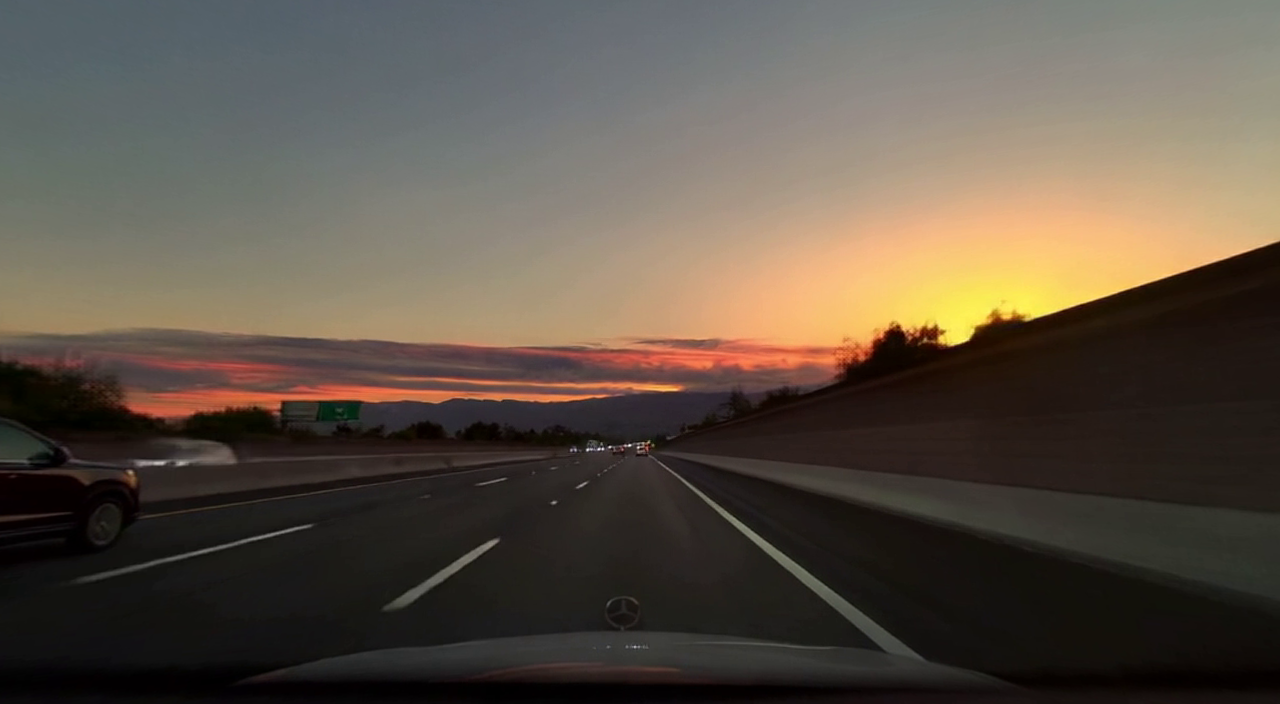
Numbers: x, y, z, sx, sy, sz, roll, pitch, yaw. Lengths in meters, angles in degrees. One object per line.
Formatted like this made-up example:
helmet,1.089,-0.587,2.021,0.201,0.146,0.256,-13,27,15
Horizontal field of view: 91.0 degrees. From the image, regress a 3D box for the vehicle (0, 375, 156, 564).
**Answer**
vehicle,-7.758,1.140,6.065,2.163,1.947,4.959,0,-9,0
